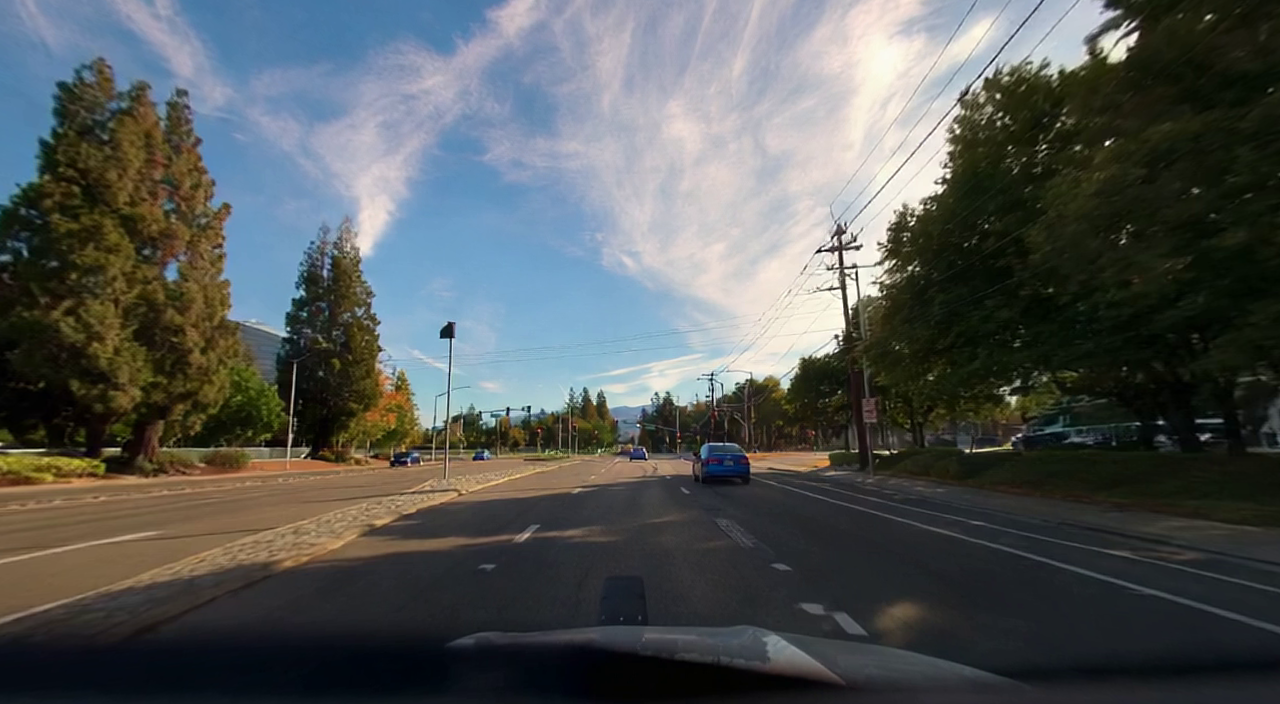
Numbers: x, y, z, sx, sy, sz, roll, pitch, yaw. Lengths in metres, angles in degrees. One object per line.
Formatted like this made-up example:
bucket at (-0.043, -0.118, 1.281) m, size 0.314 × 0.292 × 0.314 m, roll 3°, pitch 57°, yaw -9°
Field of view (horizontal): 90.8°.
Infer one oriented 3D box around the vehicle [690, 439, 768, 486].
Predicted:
vehicle at (2.994, 3.834, 22.264) m, size 2.004 × 1.448 × 4.263 m, roll 0°, pitch -8°, yaw -2°
